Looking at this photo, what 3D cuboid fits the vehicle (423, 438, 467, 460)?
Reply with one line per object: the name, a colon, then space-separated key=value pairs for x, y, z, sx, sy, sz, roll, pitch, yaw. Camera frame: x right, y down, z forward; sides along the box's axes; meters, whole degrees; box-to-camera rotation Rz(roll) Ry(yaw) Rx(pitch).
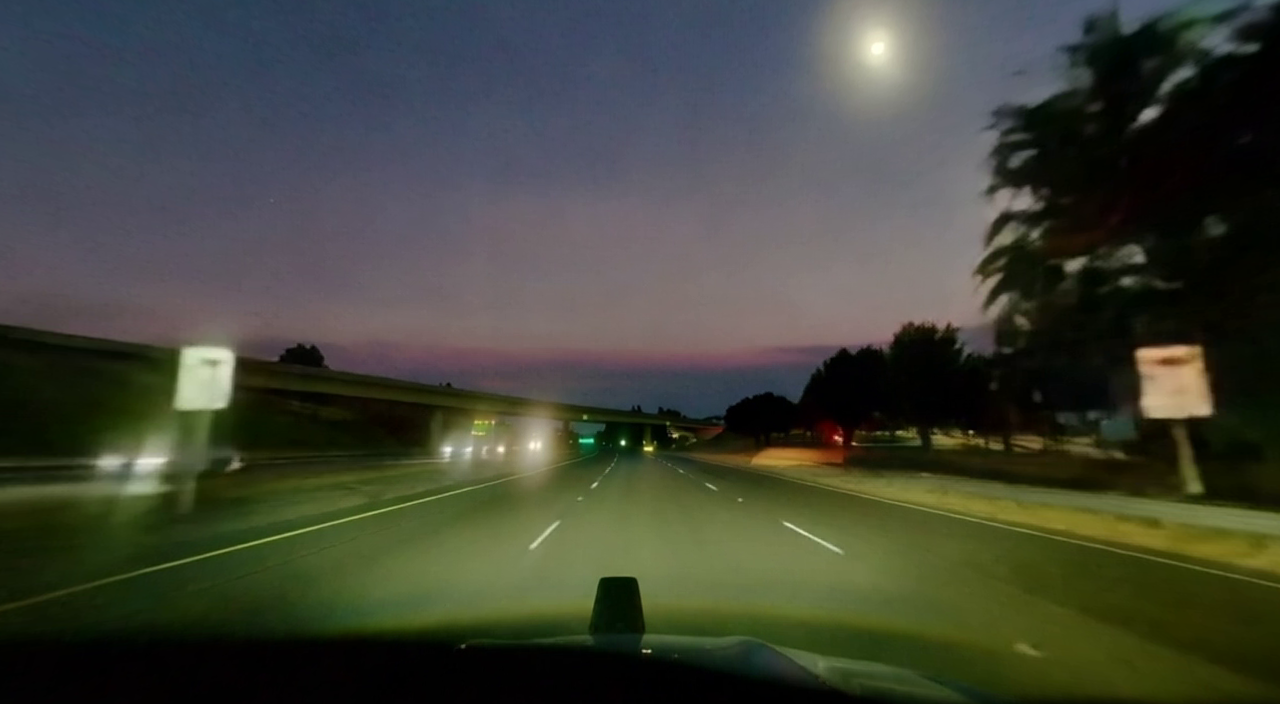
vehicle: x=-15.222 y=7.620 z=49.436 sx=2.117 sy=1.623 sz=4.690 roll=0 pitch=-9 yaw=-2
